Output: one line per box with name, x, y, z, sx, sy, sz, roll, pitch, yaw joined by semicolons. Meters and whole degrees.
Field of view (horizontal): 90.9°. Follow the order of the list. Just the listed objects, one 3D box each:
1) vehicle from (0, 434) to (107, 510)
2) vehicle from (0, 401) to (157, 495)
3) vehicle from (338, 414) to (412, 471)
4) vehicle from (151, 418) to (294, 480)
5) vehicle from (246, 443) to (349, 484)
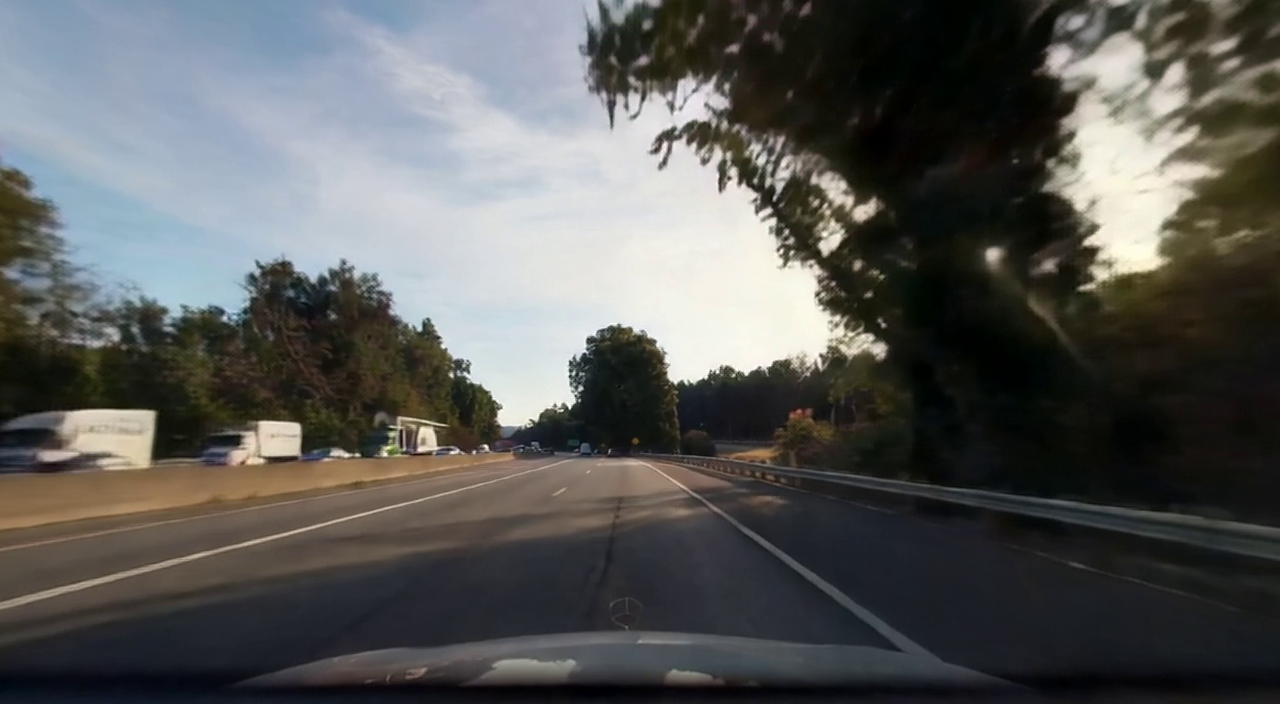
vehicle;-15.597;2.865;14.964;1.962;1.714;4.445;-2;-9;0
vehicle;-20.297;3.332;21.860;2.249;2.817;5.913;0;-9;0
vehicle;-19.983;6.837;47.939;3.004;3.954;5.872;2;-7;-1
vehicle;-19.709;4.659;30.292;2.466;2.670;6.240;0;-9;1
vehicle;-15.048;4.895;28.012;1.953;1.662;4.536;0;-9;1
